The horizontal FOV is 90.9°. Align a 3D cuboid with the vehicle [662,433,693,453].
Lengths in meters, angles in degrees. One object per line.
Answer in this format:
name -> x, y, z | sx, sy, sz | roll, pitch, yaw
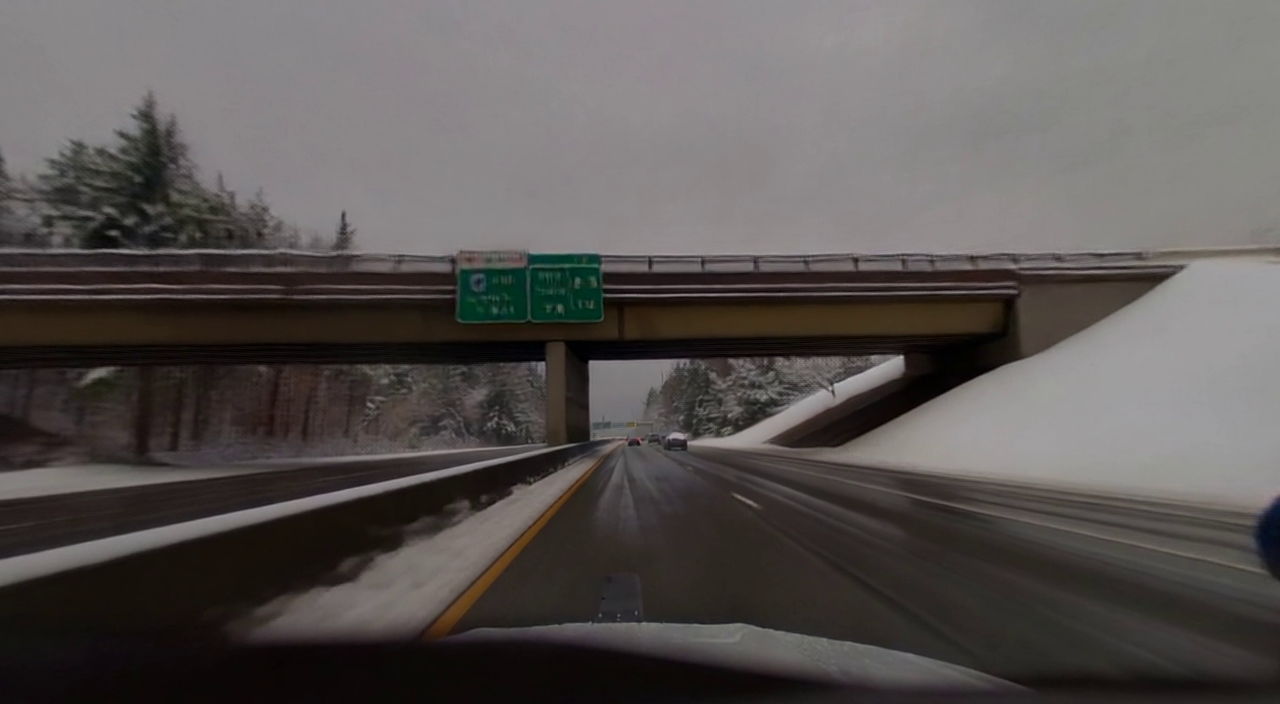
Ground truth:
vehicle -> 2.787, 6.872, 47.653 | 1.981, 1.490, 3.449 | 0, -8, -3
